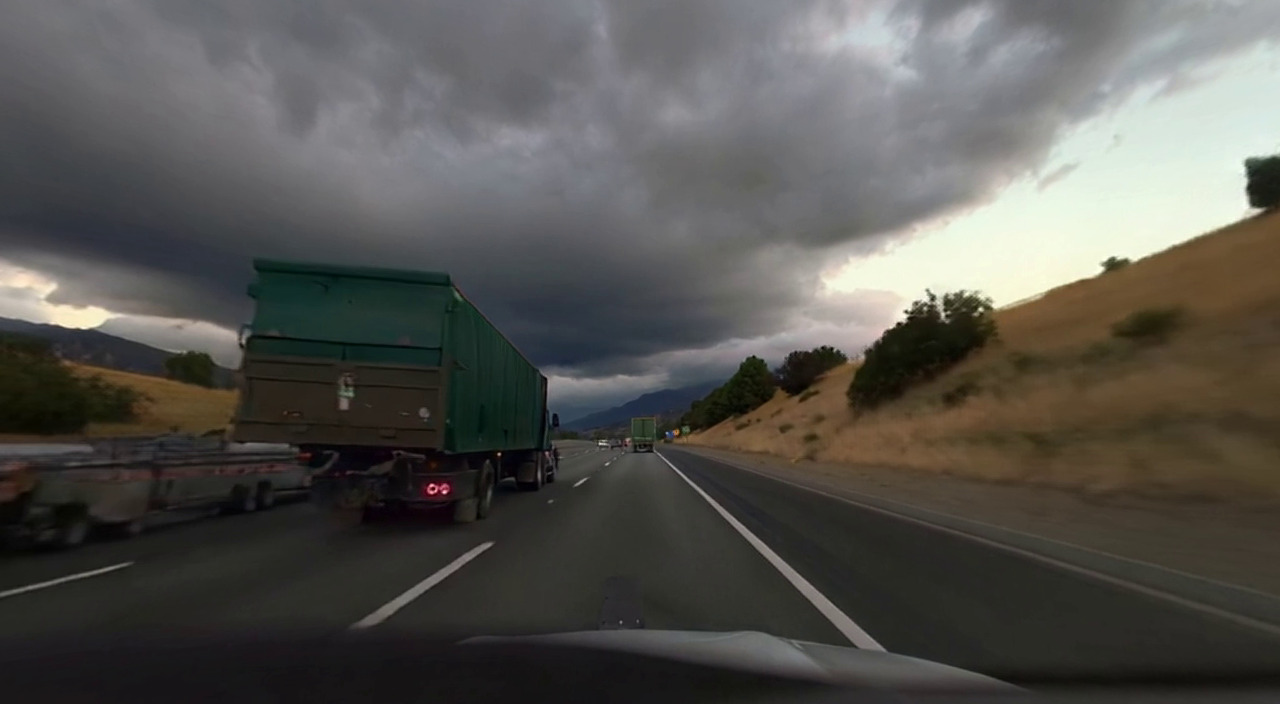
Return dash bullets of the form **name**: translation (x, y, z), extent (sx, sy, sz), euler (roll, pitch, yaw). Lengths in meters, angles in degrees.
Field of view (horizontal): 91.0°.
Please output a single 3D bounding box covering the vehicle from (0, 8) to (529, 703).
- **vehicle**: translation (-3.751, 0.806, 8.077), extent (2.789, 3.271, 10.894), euler (1, -8, -1)
